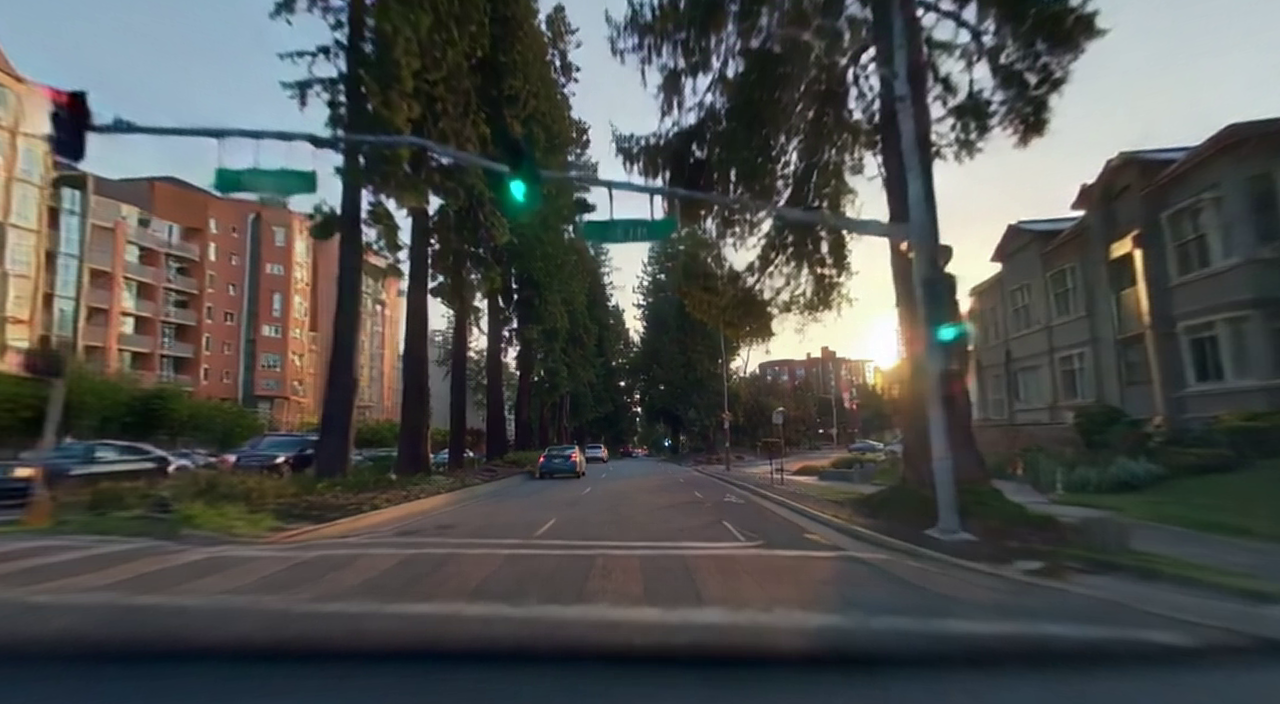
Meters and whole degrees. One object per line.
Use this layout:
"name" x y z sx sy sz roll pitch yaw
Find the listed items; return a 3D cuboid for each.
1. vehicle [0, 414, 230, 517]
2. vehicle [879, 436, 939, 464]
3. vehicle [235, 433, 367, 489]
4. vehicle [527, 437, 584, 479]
"vehicle" -11.794 2.462 13.865 2.105 1.759 5.403 -4 -9 -1
"vehicle" 17.638 6.409 41.689 1.995 1.554 4.943 -5 -8 3
"vehicle" -11.608 3.757 22.065 2.040 1.707 4.522 0 -8 1
"vehicle" -3.746 4.778 28.746 1.959 1.741 4.141 0 -8 0
